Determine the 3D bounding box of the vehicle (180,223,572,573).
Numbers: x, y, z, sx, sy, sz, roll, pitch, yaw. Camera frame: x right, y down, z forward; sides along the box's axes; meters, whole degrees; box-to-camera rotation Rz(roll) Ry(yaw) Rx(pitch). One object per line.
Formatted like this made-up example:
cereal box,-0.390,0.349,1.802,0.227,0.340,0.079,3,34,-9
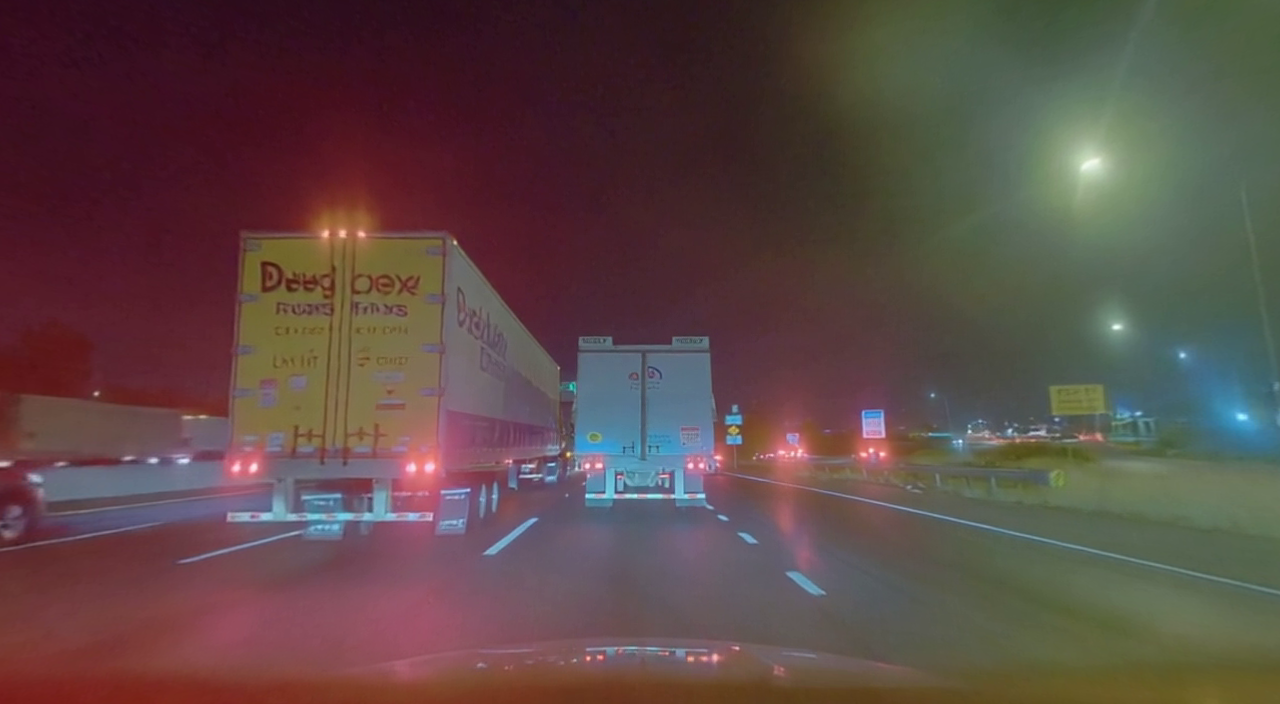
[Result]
vehicle,-3.852,1.643,15.318,2.873,4.107,15.970,0,-9,-1

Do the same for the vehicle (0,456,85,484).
vehicle,-31.964,6.169,33.294,2.002,1.318,3.679,0,-9,1

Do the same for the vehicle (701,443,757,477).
vehicle,4.108,5.063,29.962,2.010,1.446,4.579,0,-9,0

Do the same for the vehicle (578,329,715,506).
vehicle,0.068,2.105,18.511,2.910,3.828,9.805,0,-9,-1
